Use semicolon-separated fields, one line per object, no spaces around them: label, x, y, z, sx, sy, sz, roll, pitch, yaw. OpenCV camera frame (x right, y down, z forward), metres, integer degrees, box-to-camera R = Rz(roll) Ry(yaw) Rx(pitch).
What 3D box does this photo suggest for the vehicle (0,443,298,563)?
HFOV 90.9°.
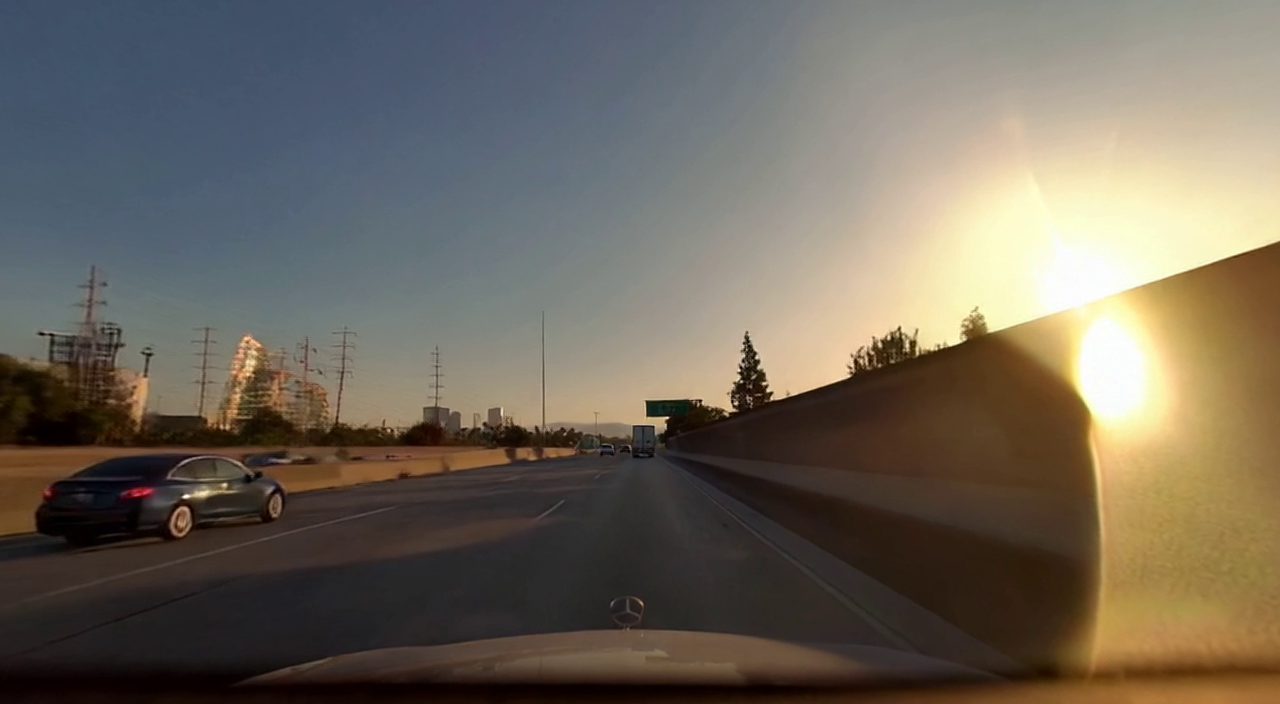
vehicle;-7.778;2.206;10.136;1.979;1.470;4.485;0;-8;1
